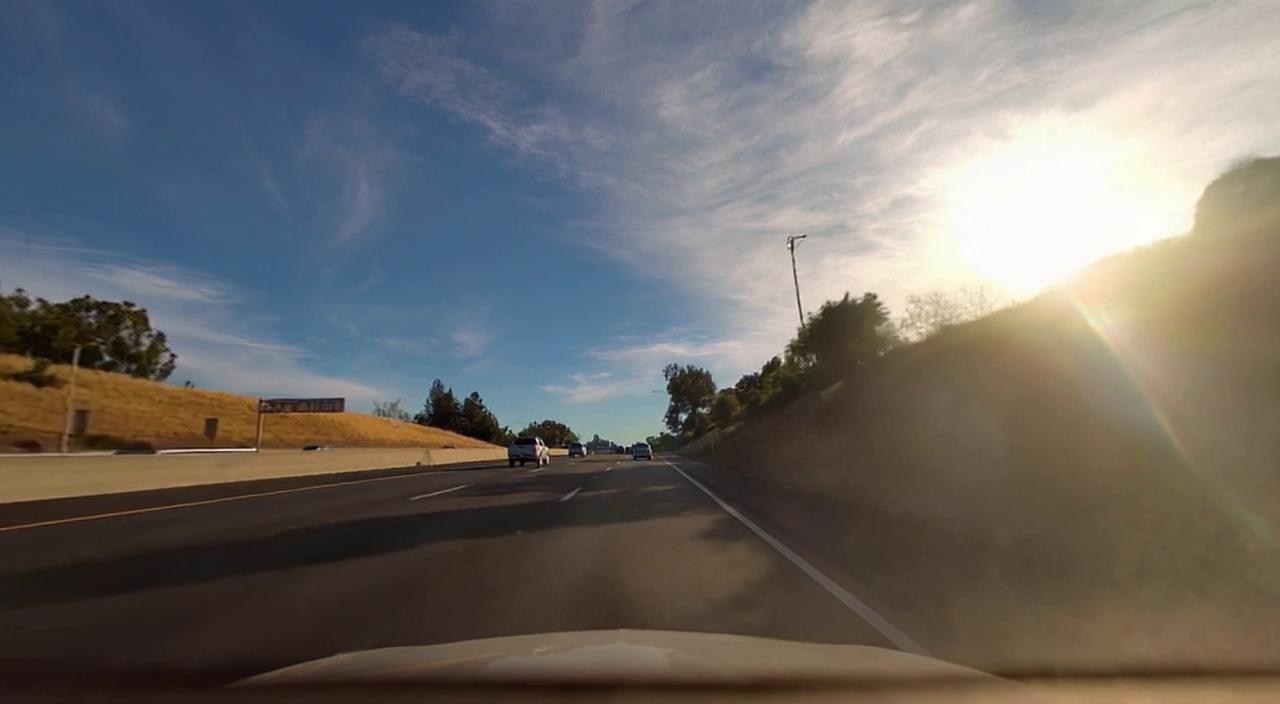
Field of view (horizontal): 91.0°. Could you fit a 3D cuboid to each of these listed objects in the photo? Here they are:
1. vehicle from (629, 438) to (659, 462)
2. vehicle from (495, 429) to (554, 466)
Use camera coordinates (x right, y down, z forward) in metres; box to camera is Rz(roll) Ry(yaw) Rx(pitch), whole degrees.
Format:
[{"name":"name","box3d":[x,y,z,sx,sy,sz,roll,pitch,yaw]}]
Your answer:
[{"name":"vehicle","box3d":[0.260,7.416,47.720,2.141,1.706,4.065,0,-8,-1]},{"name":"vehicle","box3d":[-6.692,5.655,37.303,2.438,1.967,5.596,0,-8,0]}]
